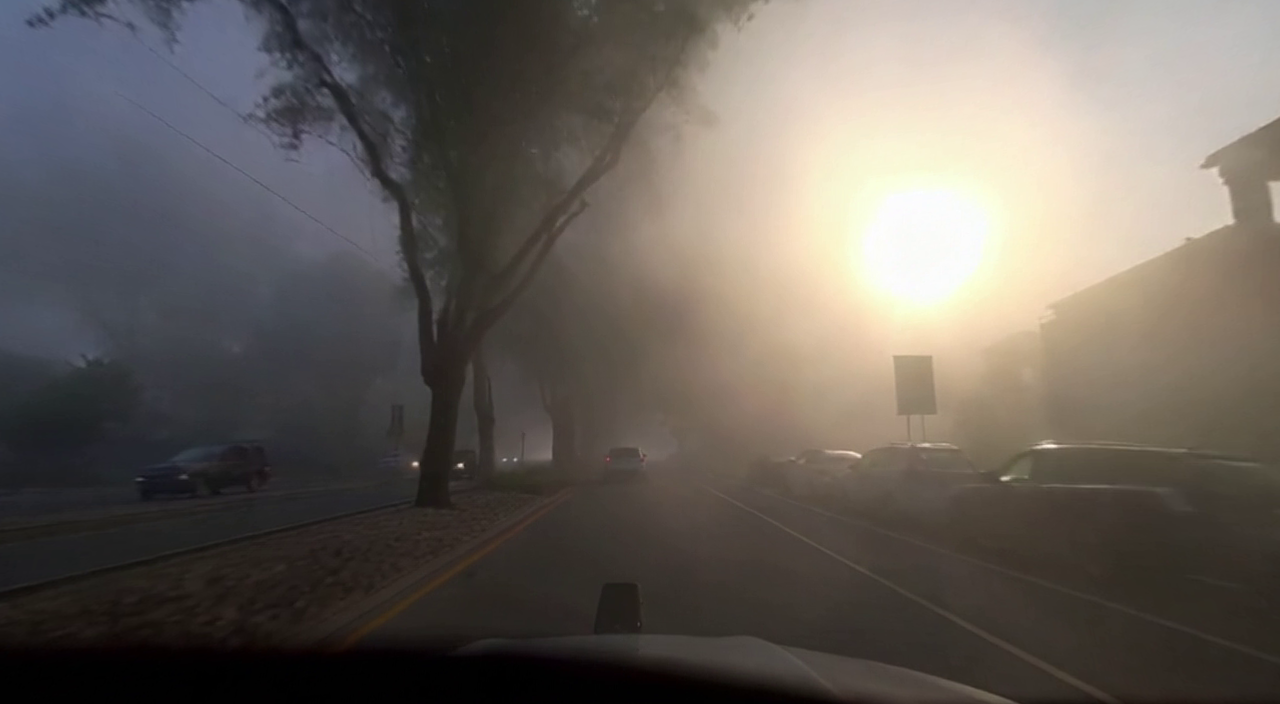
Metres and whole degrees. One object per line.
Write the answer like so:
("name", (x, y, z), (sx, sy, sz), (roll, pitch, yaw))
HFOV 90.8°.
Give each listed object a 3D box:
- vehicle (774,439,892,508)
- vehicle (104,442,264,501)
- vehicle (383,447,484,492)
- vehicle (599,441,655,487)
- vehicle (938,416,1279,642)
("vehicle", (5.528, 3.525, 18.892), (1.943, 1.778, 4.778), (0, -9, -1))
("vehicle", (-15.802, 4.125, 22.315), (2.038, 1.813, 4.764), (0, -9, 0))
("vehicle", (-7.473, 4.275, 23.482), (2.105, 1.474, 4.808), (0, -8, 1))
("vehicle", (-0.496, 4.446, 25.446), (2.070, 1.698, 3.925), (0, -8, 0))
("vehicle", (5.574, 1.719, 7.254), (1.996, 1.738, 4.496), (0, -9, -1))
